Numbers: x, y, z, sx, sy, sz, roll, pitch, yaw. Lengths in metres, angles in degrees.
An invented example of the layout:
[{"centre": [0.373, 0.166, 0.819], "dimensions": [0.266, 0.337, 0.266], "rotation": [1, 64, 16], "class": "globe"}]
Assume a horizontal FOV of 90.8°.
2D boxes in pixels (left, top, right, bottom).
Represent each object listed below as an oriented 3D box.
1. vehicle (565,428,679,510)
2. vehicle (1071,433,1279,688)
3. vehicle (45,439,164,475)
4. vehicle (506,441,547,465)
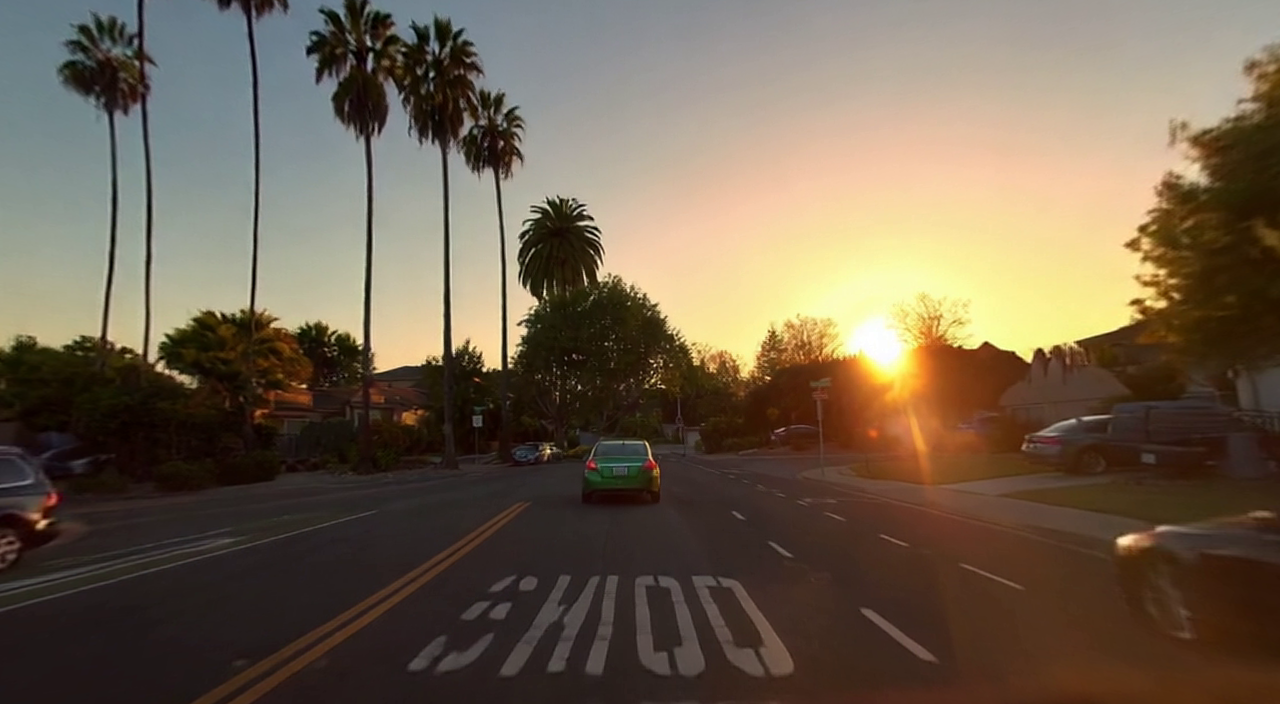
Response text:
[{"centre": [-0.373, 2.470, 13.745], "dimensions": [2.098, 1.483, 4.099], "rotation": [0, -9, -1], "class": "vehicle"}, {"centre": [4.829, 1.113, 2.891], "dimensions": [2.013, 1.501, 5.235], "rotation": [0, -9, 0], "class": "vehicle"}, {"centre": [-29.497, 5.767, 35.044], "dimensions": [1.918, 1.821, 4.769], "rotation": [-2, -9, 10], "class": "vehicle"}, {"centre": [-8.192, 7.312, 46.056], "dimensions": [2.069, 1.441, 4.368], "rotation": [-3, -7, 1], "class": "vehicle"}]
